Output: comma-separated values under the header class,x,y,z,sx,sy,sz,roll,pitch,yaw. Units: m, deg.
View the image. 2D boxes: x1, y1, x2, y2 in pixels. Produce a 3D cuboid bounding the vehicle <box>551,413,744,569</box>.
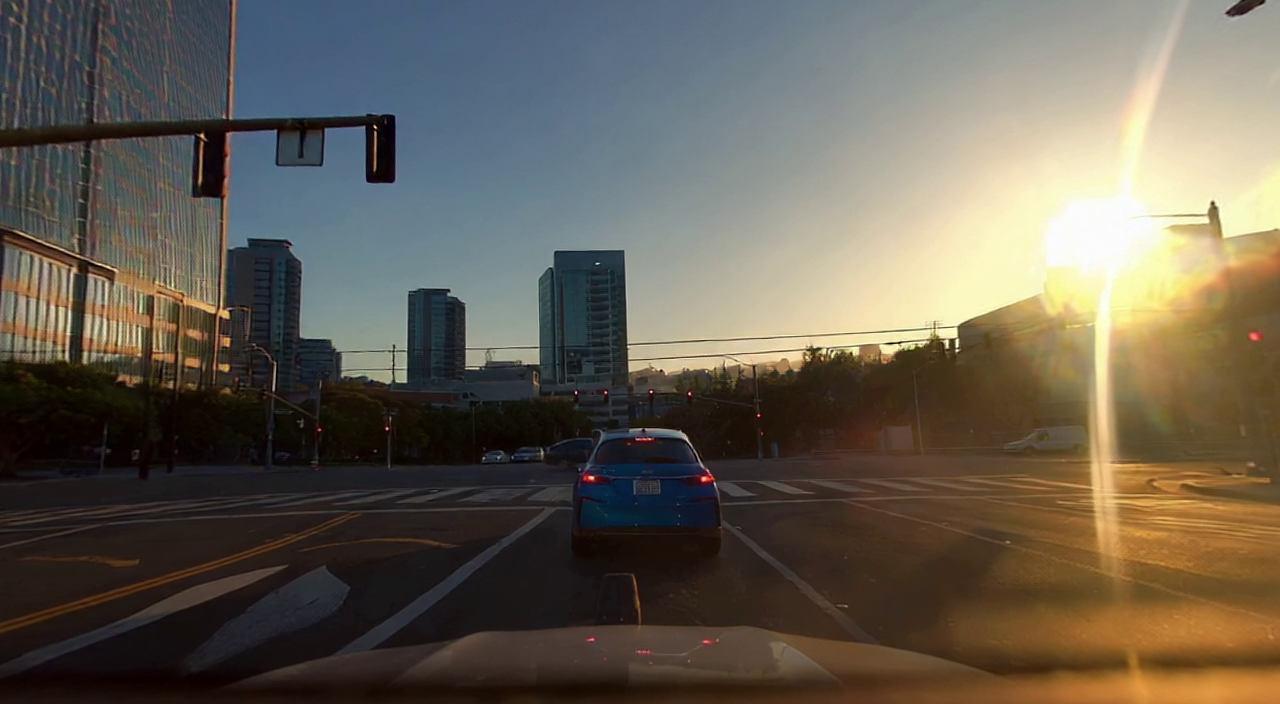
class,x,y,z,sx,sy,sz,roll,pitch,yaw
vehicle,0.038,1.758,8.712,2.027,1.626,3.942,0,-8,-1
